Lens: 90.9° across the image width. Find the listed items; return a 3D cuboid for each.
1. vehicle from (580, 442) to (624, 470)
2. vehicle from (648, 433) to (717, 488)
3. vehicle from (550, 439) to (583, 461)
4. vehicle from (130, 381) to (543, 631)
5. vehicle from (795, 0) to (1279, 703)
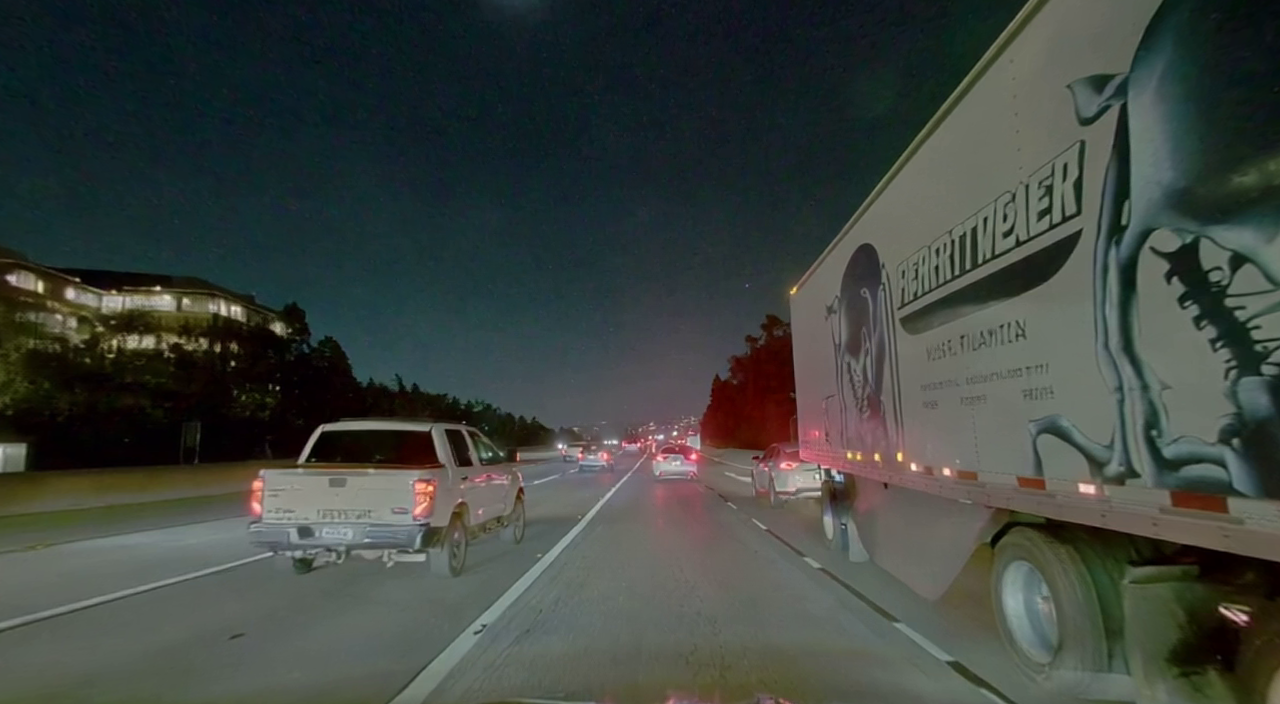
[{"bbox_3d":[-2.045,5.722,34.890,2.036,1.441,4.253,-1,-8,2],"label":"vehicle"},{"bbox_3d":[1.390,3.755,22.136,2.156,1.701,4.494,-1,-8,1],"label":"vehicle"},{"bbox_3d":[-5.606,7.570,48.785,1.915,1.605,4.485,-1,-8,2],"label":"vehicle"},{"bbox_3d":[-2.584,1.465,6.990,2.153,1.805,4.631,-1,-8,2],"label":"vehicle"},{"bbox_3d":[3.501,0.327,3.728,2.987,3.212,9.311,-1,-8,1],"label":"vehicle"}]
